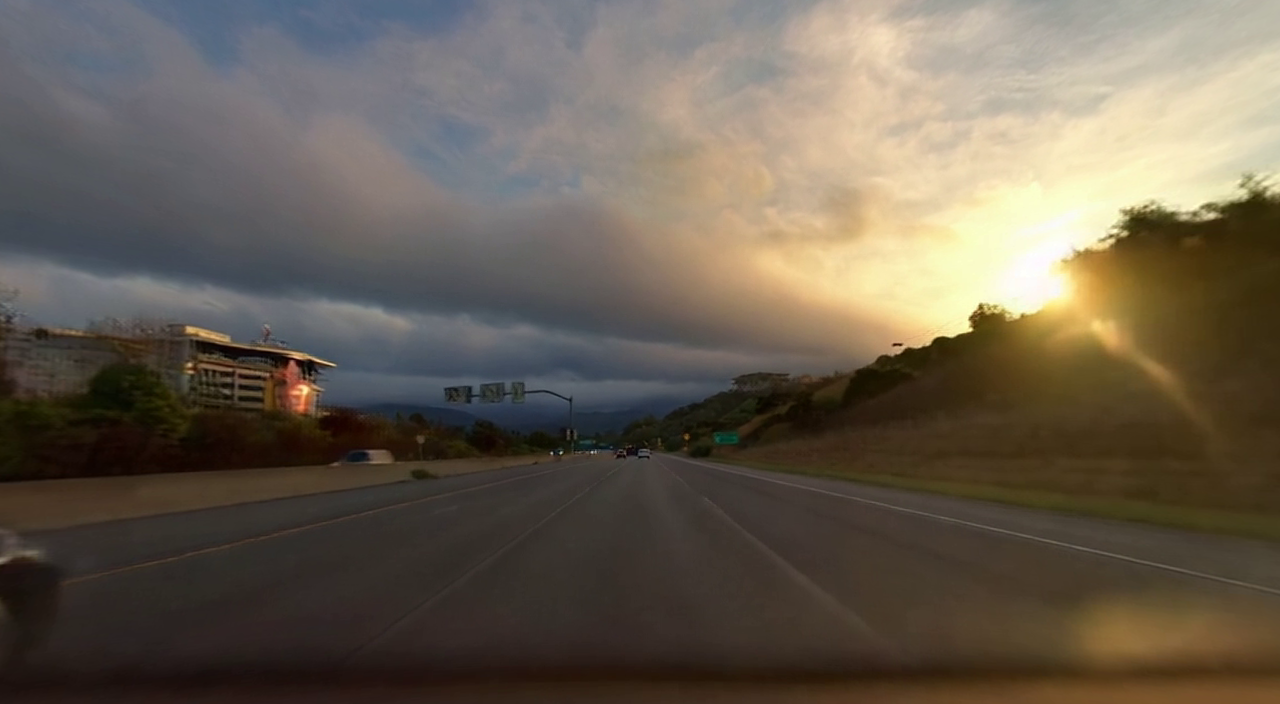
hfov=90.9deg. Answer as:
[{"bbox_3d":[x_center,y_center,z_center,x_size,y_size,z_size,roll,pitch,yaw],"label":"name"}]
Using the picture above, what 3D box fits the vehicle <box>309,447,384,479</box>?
[{"bbox_3d":[-16.476,6.265,35.684,1.994,1.649,4.641,0,-9,1],"label":"vehicle"}]
